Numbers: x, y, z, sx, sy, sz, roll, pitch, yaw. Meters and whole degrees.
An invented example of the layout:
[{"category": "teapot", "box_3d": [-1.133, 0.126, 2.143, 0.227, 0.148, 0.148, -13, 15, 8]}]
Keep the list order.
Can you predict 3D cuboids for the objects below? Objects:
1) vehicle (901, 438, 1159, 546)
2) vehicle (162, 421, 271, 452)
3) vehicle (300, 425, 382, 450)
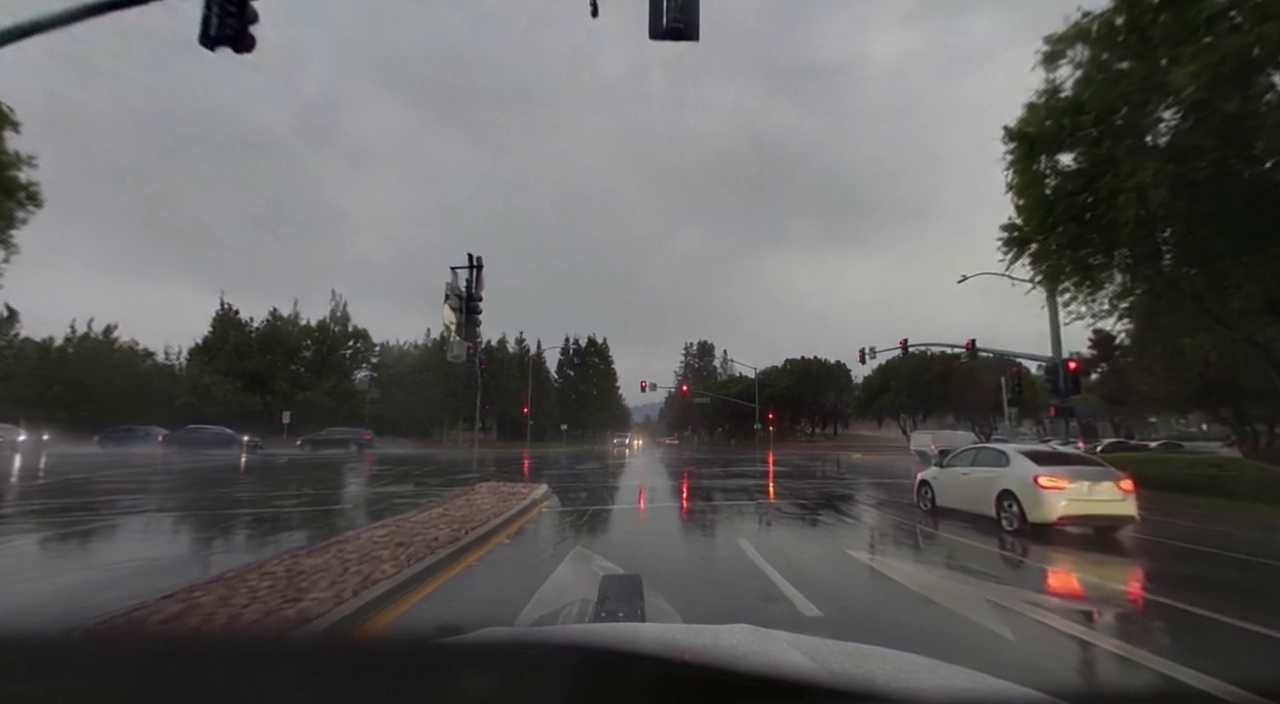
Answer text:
[{"category": "vehicle", "box_3d": [6.247, 2.237, 10.828, 1.815, 1.417, 4.125, 2, -8, 0]}, {"category": "vehicle", "box_3d": [-22.467, 4.533, 33.686, 4.331, 1.544, 1.896, 3, -9, -16]}, {"category": "vehicle", "box_3d": [-19.219, 5.527, 40.622, 4.683, 1.495, 2.119, -3, -9, 23]}]
